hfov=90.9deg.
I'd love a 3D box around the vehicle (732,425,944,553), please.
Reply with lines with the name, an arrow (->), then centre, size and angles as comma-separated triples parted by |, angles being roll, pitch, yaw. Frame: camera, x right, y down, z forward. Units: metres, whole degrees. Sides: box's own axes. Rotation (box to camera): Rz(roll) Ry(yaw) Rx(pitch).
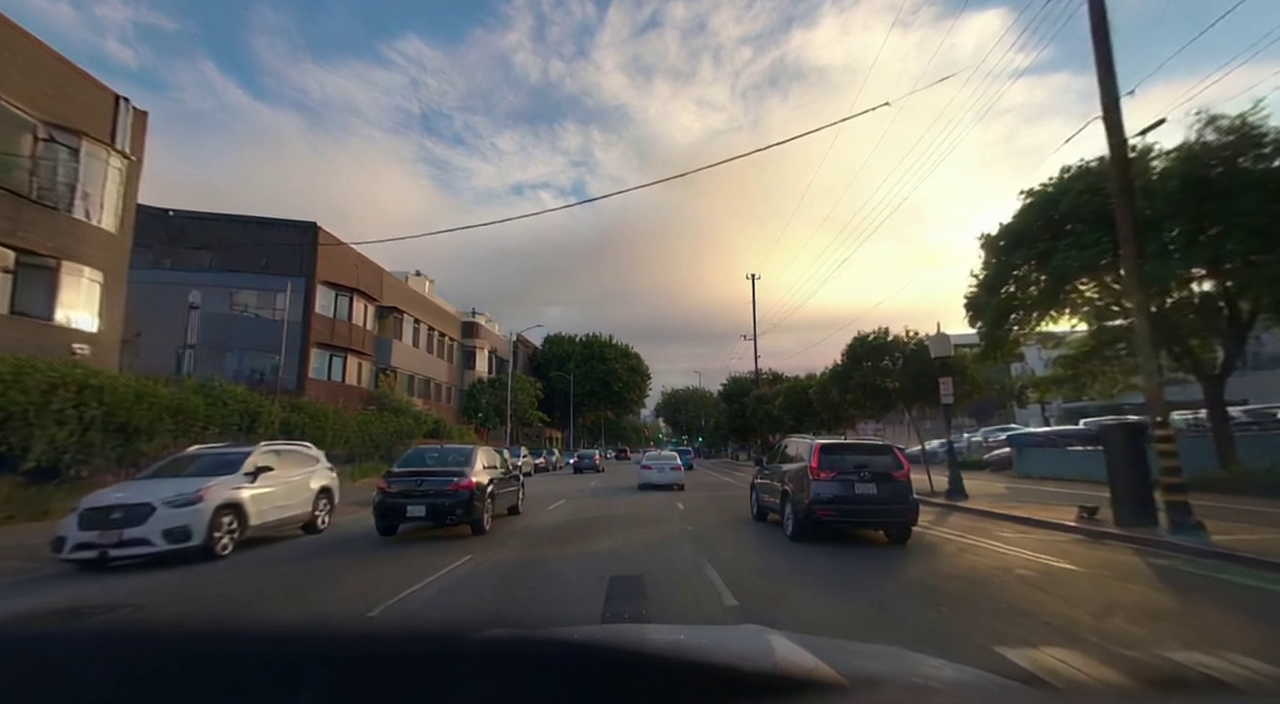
vehicle -> 3.025, 2.152, 10.825 | 2.094, 1.709, 4.394 | 0, -7, -1

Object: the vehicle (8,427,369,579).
vehicle -> -6.175, 2.029, 9.497 | 2.093, 1.724, 4.333 | -1, -7, 2

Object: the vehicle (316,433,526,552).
vehicle -> -3.402, 2.205, 10.753 | 2.085, 1.619, 3.976 | 0, -7, 1

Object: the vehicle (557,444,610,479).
vehicle -> -2.698, 5.316, 30.992 | 2.019, 1.507, 4.643 | -1, -7, 2

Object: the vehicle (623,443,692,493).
vehicle -> 0.569, 3.904, 21.734 | 2.139, 1.466, 4.373 | 0, -7, 0
